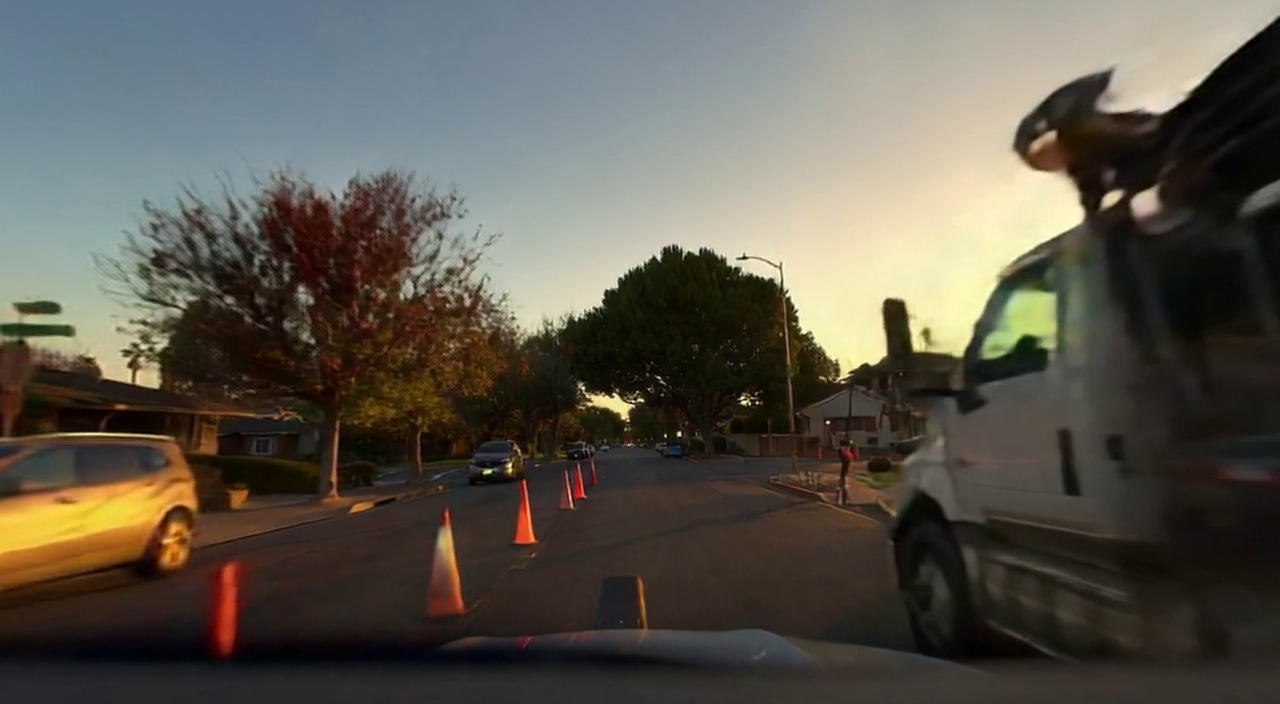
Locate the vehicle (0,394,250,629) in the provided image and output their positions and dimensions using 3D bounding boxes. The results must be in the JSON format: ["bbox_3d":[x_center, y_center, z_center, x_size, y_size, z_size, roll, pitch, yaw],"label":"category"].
[{"bbox_3d":[-6.230,1.492,6.038,2.210,1.849,4.638,-4,-8,-2],"label":"vehicle"}]

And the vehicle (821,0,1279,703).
[{"bbox_3d":[3.164,0.067,2.737,2.750,3.440,6.535,0,-8,0],"label":"vehicle"}]

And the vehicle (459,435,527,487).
[{"bbox_3d":[-5.892,4.351,25.793,2.087,1.835,4.445,-1,-7,-6],"label":"vehicle"}]
